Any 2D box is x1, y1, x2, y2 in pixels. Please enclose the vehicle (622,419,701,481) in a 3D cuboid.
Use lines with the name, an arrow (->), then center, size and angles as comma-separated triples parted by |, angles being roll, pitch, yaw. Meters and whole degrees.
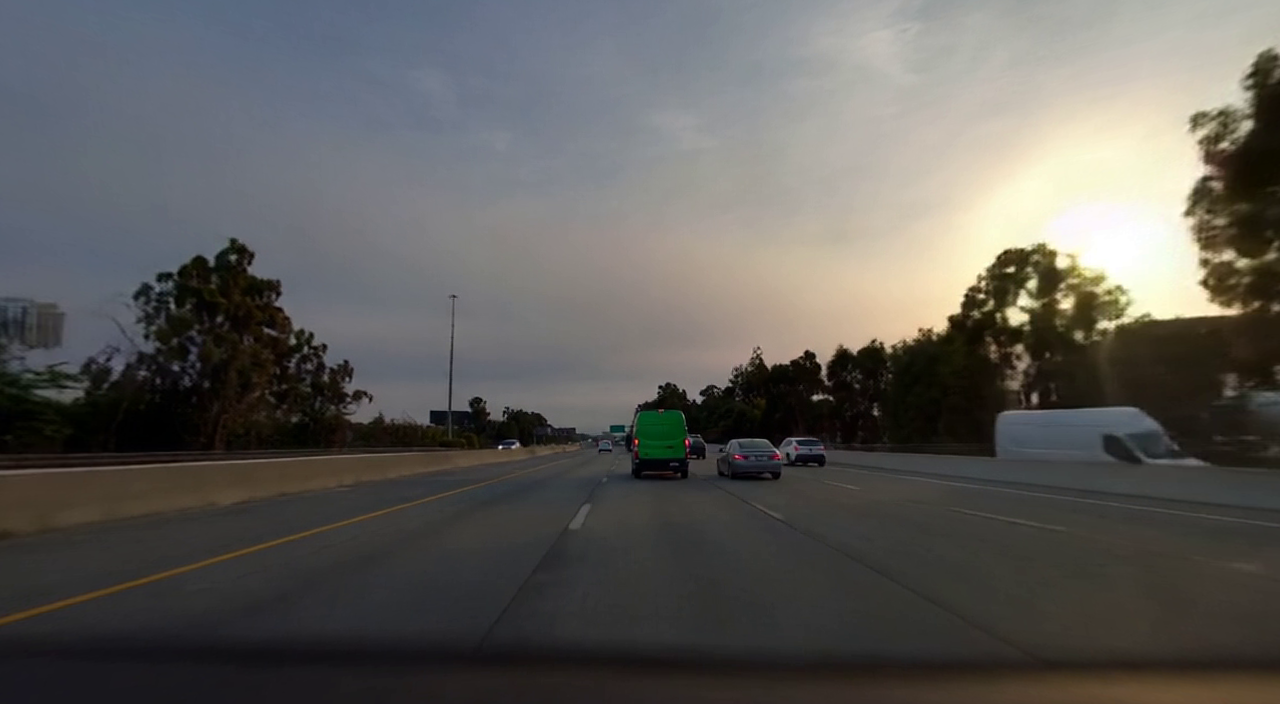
vehicle -> 0.654, 3.716, 24.004 | 2.546, 2.087, 5.404 | 0, -8, -3

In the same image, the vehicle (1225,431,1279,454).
vehicle -> 47.533, 6.837, 47.332 | 4.842, 1.681, 2.070 | 1, -8, -5

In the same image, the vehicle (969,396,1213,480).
vehicle -> 17.286, 3.490, 25.275 | 3.113, 2.773, 8.752 | 0, -8, -2

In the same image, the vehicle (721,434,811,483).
vehicle -> 4.145, 3.574, 21.334 | 2.099, 1.510, 3.784 | 0, -8, -2
